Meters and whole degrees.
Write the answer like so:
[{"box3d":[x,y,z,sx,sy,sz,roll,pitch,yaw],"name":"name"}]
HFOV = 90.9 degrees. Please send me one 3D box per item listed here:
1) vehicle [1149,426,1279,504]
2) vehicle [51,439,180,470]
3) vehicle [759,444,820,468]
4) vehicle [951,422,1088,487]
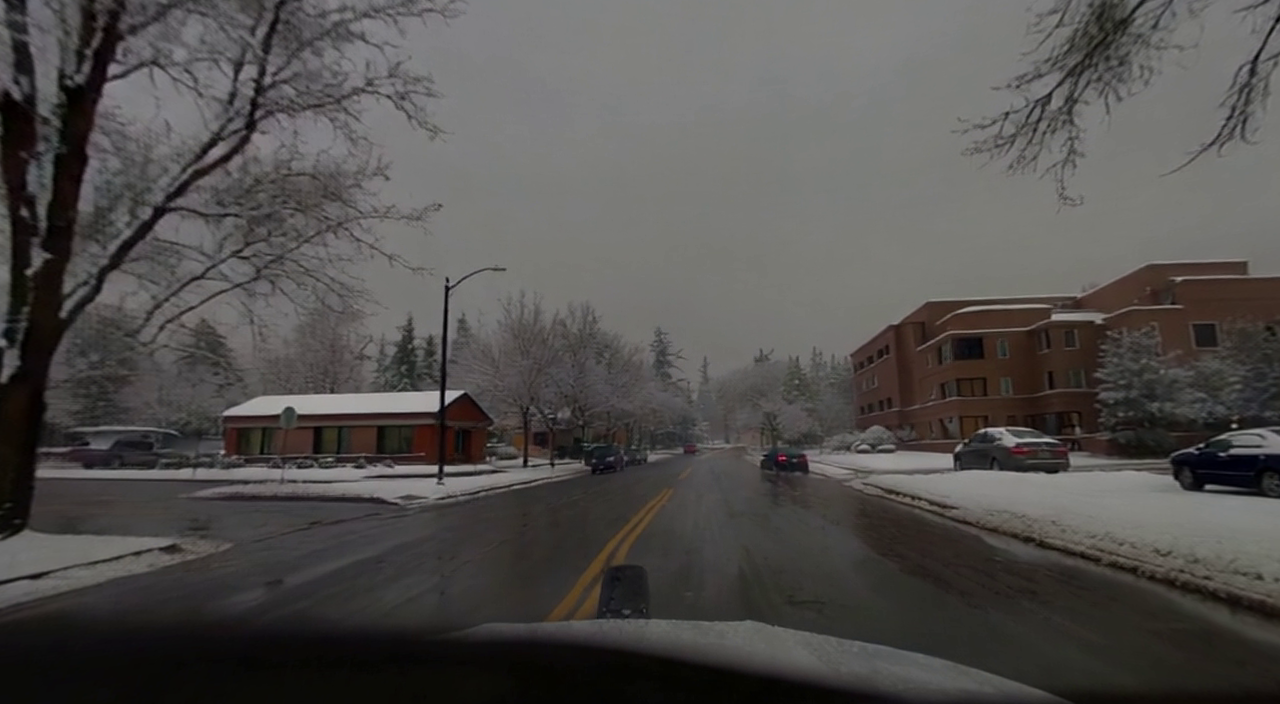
[{"box3d":[13.686,2.405,13.573,1.903,1.528,4.374,-1,-9,3],"name":"vehicle"},{"box3d":[-28.567,5.569,34.504,4.814,1.609,2.197,2,-9,-13],"name":"vehicle"},{"box3d":[11.399,7.909,48.065,4.277,1.740,2.097,-3,-9,20],"name":"vehicle"},{"box3d":[12.079,3.316,20.504,2.018,1.840,4.662,-1,-9,7],"name":"vehicle"}]
